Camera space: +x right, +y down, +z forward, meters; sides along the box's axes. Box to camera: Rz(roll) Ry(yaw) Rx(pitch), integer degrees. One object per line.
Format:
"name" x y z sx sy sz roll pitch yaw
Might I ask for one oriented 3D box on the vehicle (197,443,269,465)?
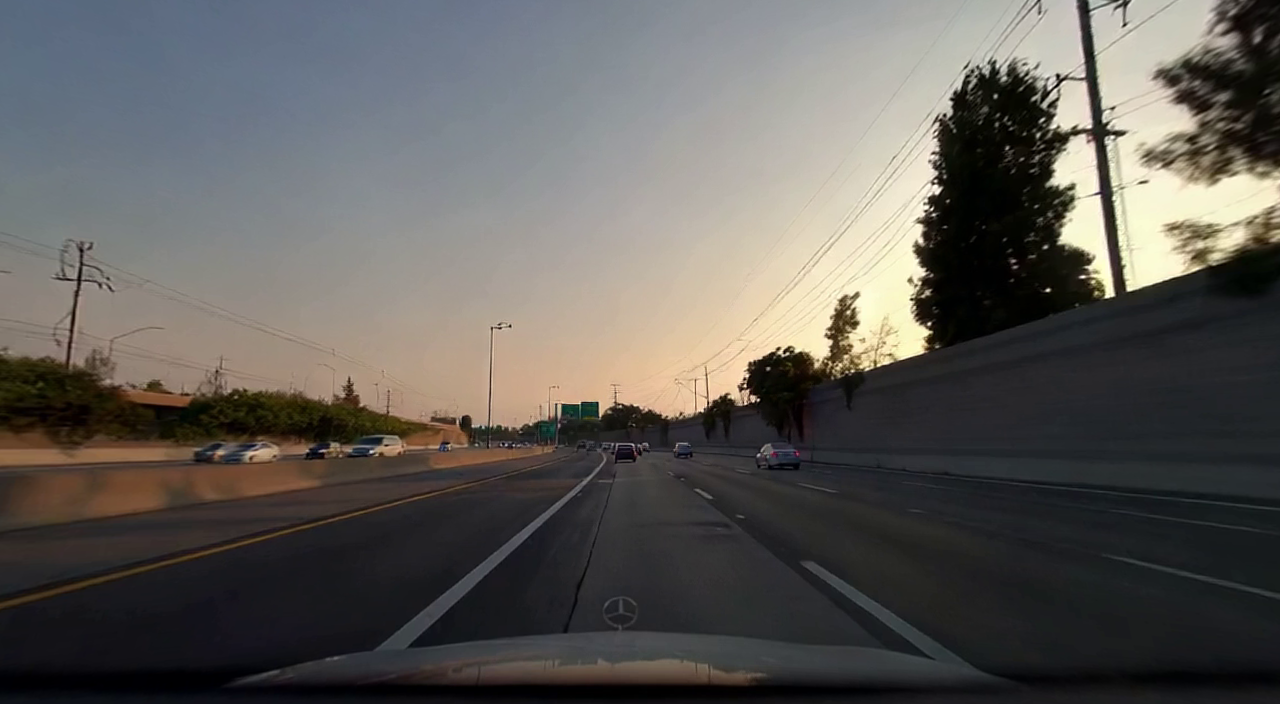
"vehicle" -29.228 7.321 45.665 2.054 1.504 4.830 0 -8 -1

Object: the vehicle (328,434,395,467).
"vehicle" -17.039 6.049 38.990 2.151 1.858 4.785 0 -8 -3

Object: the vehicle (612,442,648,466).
"vehicle" -0.721 6.518 40.569 2.109 1.489 4.027 0 -8 -4

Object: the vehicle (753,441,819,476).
"vehicle" 6.630 4.868 29.204 1.876 1.451 4.154 0 -8 -3
